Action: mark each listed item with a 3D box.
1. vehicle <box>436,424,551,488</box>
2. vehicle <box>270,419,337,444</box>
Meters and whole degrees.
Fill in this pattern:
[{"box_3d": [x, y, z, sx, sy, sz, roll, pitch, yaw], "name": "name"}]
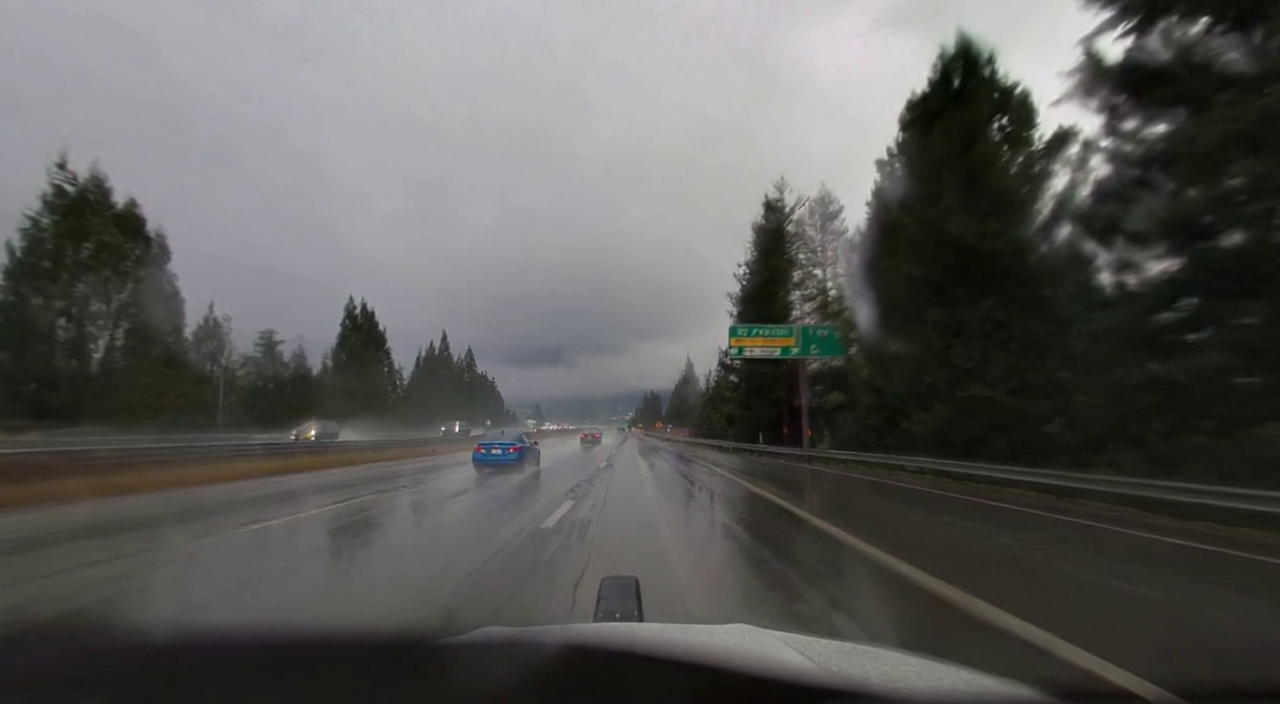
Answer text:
[{"box_3d": [-3.640, 2.665, 16.546, 1.977, 1.443, 4.225, 0, -8, 0], "name": "vehicle"}, {"box_3d": [-21.624, 5.158, 40.736, 2.034, 1.506, 4.253, 0, -8, -1], "name": "vehicle"}]
